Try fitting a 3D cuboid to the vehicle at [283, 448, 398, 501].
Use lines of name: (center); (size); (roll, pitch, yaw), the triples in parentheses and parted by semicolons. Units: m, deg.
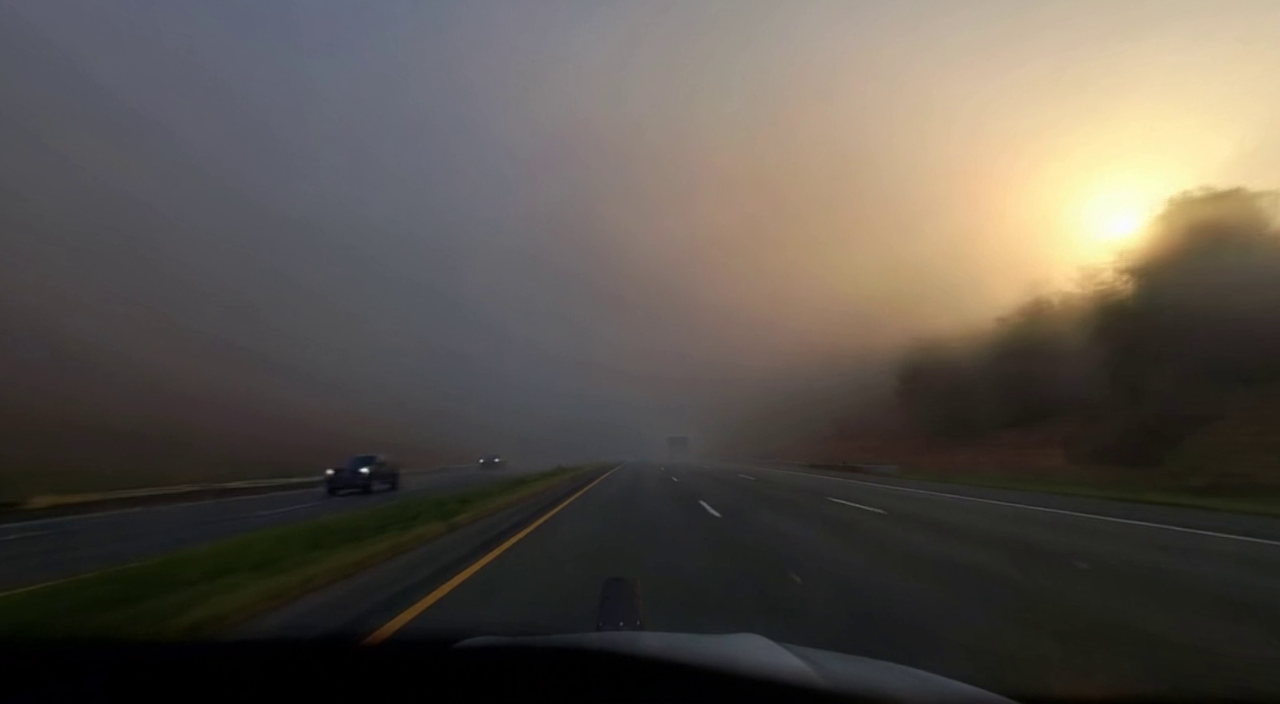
vehicle: (-11.854, 4.832, 25.491); (2.086, 1.888, 5.105); (0, -9, 0)
